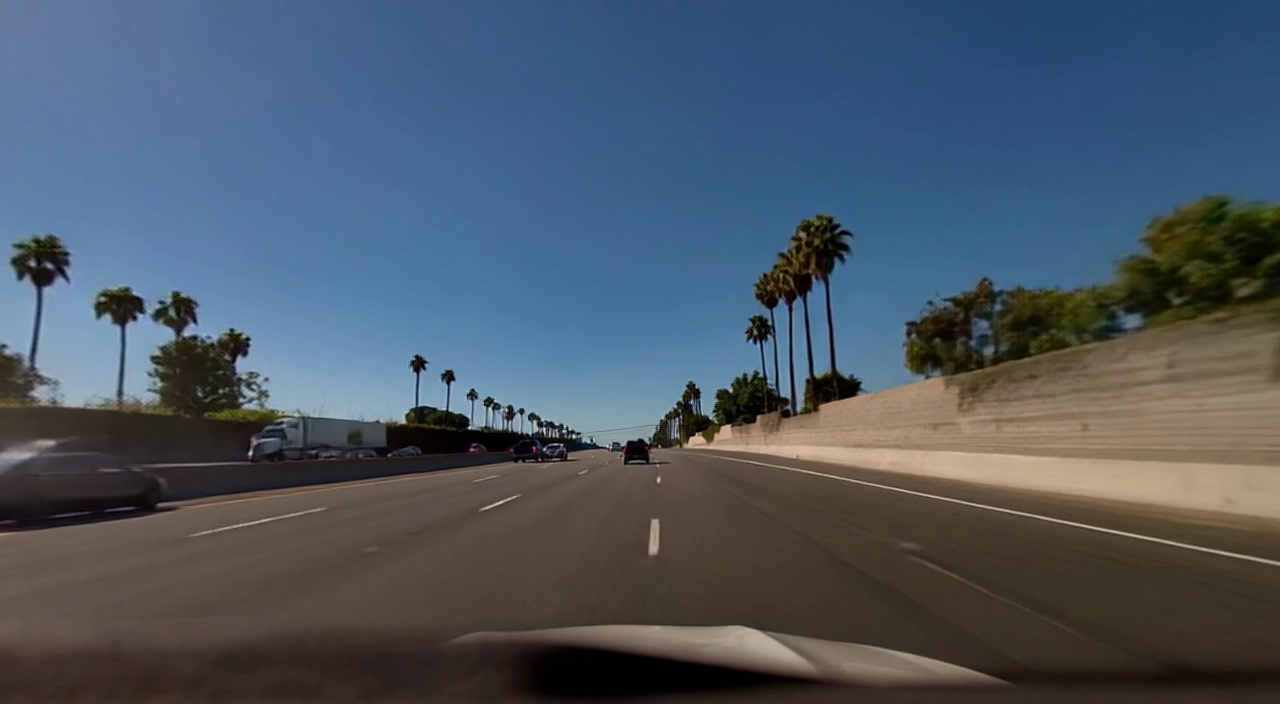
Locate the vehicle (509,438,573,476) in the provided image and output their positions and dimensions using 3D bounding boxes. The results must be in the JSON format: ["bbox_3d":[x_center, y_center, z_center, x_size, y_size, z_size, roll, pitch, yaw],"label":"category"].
[{"bbox_3d":[-4.718,5.092,30.866,2.204,1.677,4.438,0,-9,3],"label":"vehicle"}]

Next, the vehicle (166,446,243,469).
[{"bbox_3d":[-29.615,7.168,43.162,1.845,1.452,4.553,-1,-9,4],"label":"vehicle"}]

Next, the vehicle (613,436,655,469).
[{"bbox_3d":[-0.262,5.540,34.920,2.201,1.672,4.128,0,-9,2],"label":"vehicle"}]

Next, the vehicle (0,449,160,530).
[{"bbox_3d":[-12.793,2.740,12.973,1.946,1.473,4.763,0,-9,3],"label":"vehicle"}]
